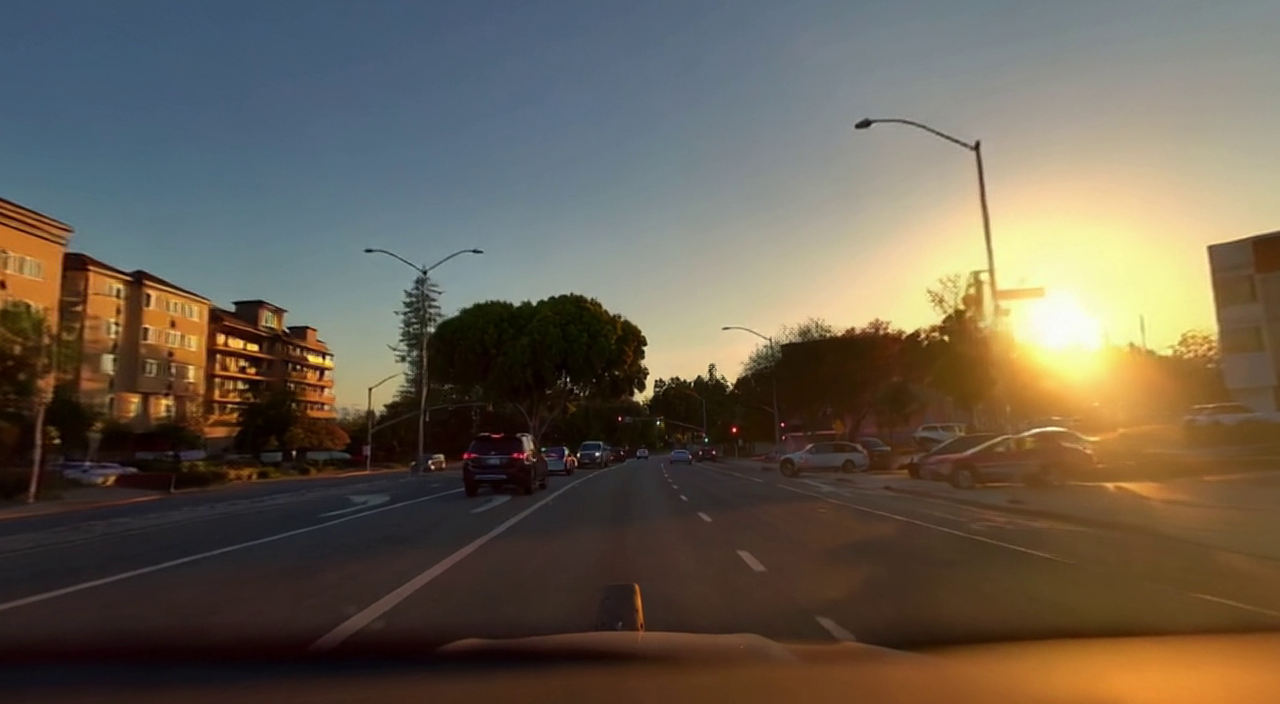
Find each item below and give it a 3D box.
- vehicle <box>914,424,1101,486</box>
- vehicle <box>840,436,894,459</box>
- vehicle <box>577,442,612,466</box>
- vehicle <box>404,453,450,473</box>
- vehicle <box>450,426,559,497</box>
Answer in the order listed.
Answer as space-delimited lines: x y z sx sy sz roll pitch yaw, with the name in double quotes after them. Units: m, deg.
11.038 3.166 19.409 4.399 1.722 2.202 -3 -9 14 "vehicle"
14.842 6.266 41.533 1.865 1.425 4.439 0 -9 0 "vehicle"
-3.392 7.713 47.782 2.180 1.699 4.485 -1 -9 1 "vehicle"
-15.845 8.275 47.259 1.835 1.448 4.208 -1 -9 2 "vehicle"
-3.954 3.313 19.443 2.220 1.888 4.904 0 -9 0 "vehicle"
